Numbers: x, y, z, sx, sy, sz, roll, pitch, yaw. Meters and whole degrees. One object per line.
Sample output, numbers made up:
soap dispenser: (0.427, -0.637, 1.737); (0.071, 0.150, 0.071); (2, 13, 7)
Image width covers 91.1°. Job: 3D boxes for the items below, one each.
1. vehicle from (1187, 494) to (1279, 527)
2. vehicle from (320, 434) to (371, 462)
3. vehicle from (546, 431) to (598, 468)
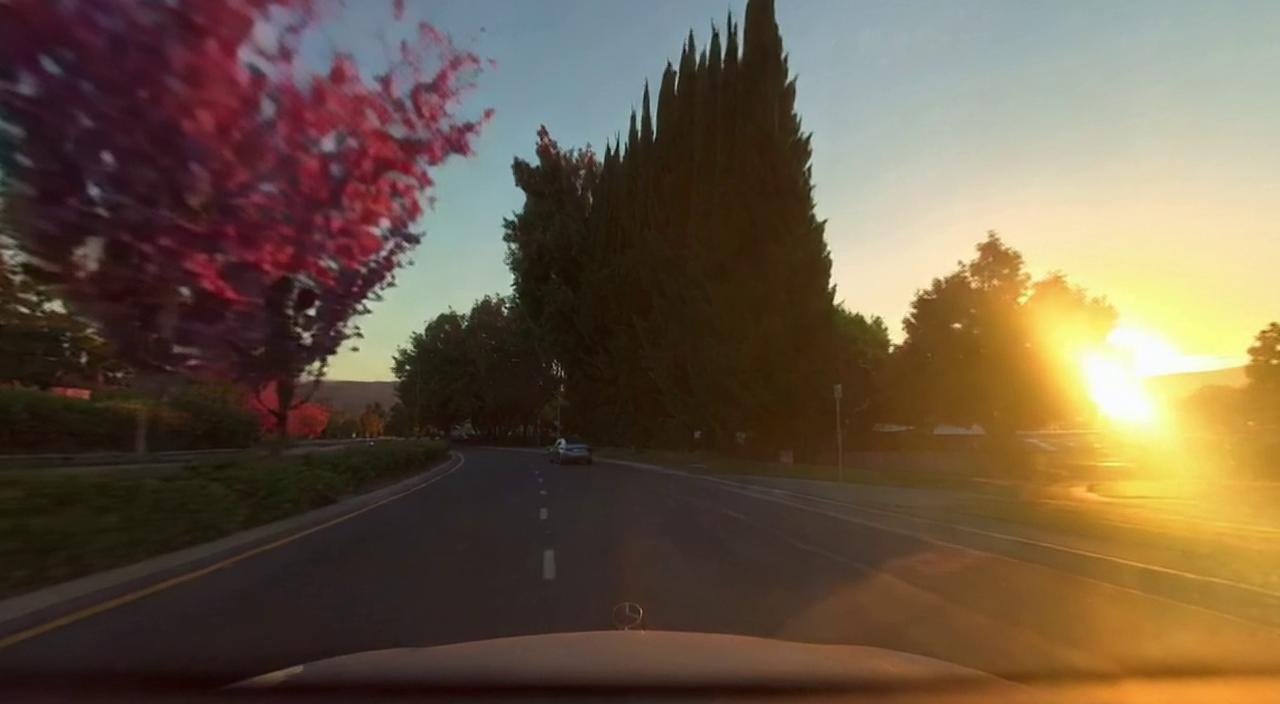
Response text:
vehicle: (37.199, 9.862, 39.063); (4.607, 1.572, 1.763); (-6, -11, 40)
vehicle: (-19.742, 6.441, 42.255); (2.172, 1.738, 4.617); (2, -9, -14)
vehicle: (-3.711, 5.207, 33.619); (2.166, 1.828, 4.607); (2, -9, -14)
